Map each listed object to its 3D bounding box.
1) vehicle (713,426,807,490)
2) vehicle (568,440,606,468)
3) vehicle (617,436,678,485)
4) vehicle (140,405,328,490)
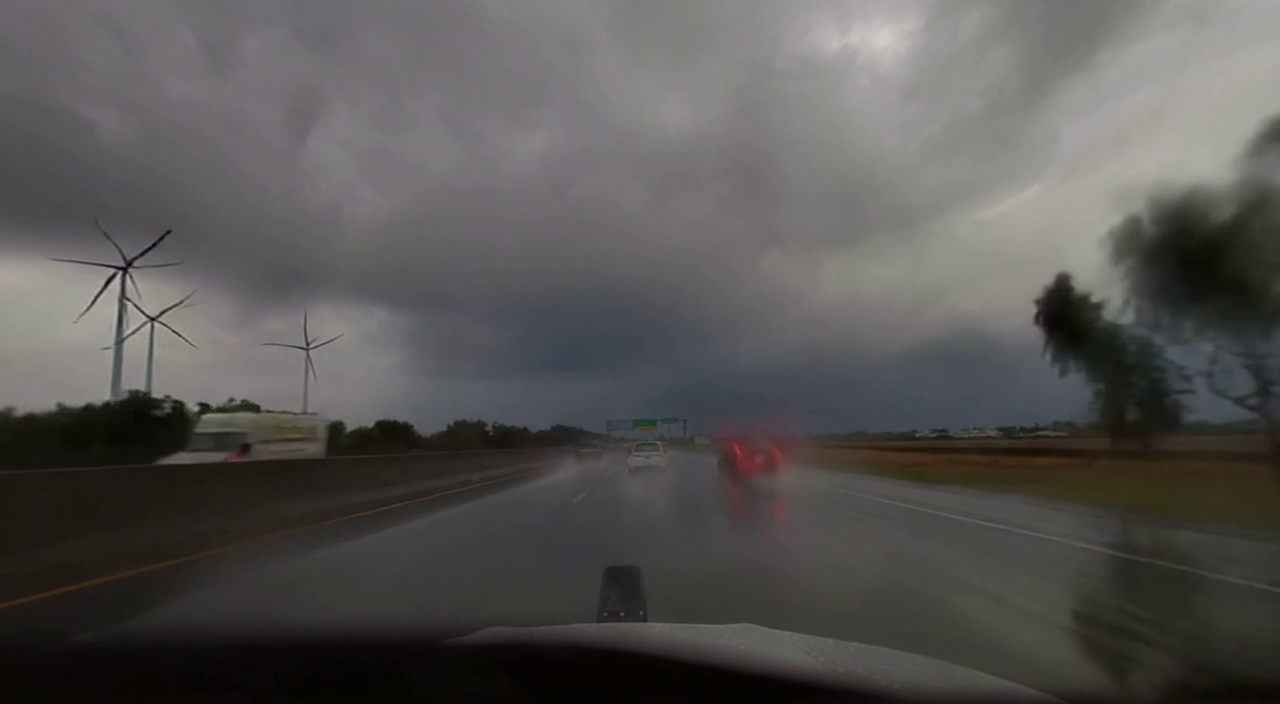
[{"bbox_3d":[3.864,3.540,21.288,2.104,1.861,4.956,0,-9,-1],"label":"vehicle"},{"bbox_3d":[-3.556,6.957,43.196,2.131,1.784,4.635,0,-9,1],"label":"vehicle"},{"bbox_3d":[0.254,4.024,23.496,2.083,1.653,3.787,0,-9,0],"label":"vehicle"},{"bbox_3d":[-15.886,3.864,25.528,2.621,2.942,7.225,0,-9,1],"label":"vehicle"}]
